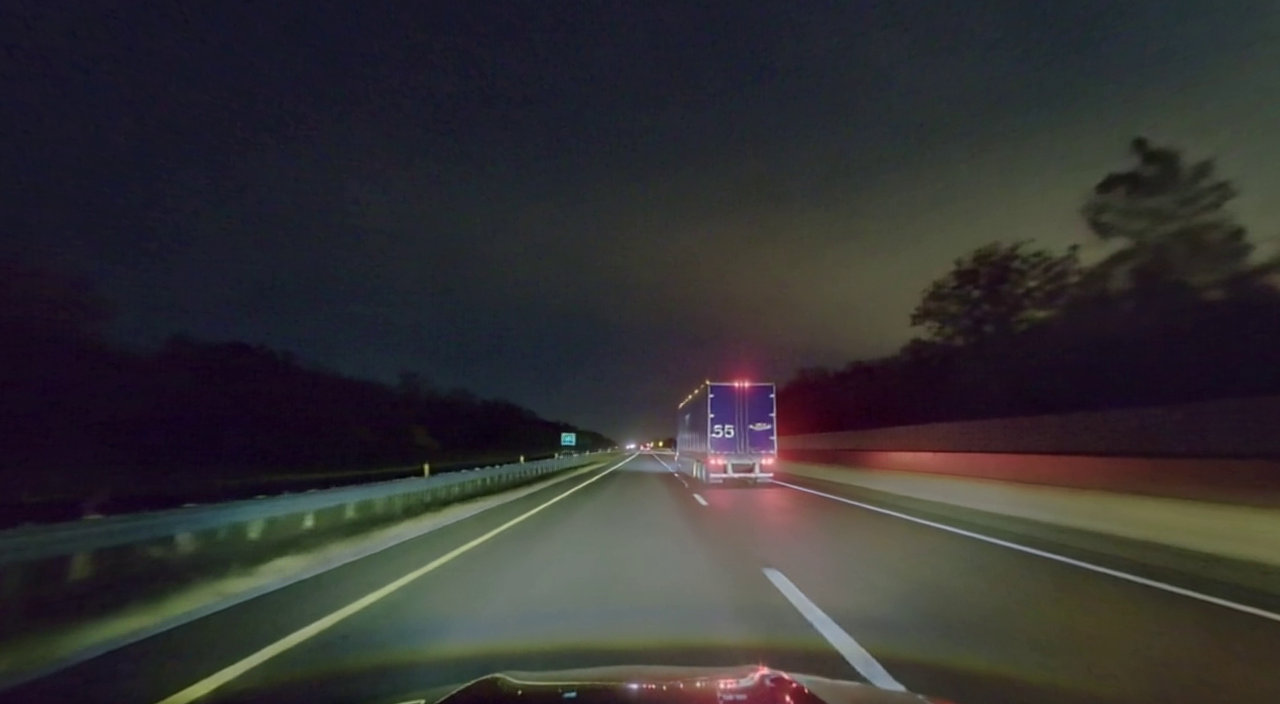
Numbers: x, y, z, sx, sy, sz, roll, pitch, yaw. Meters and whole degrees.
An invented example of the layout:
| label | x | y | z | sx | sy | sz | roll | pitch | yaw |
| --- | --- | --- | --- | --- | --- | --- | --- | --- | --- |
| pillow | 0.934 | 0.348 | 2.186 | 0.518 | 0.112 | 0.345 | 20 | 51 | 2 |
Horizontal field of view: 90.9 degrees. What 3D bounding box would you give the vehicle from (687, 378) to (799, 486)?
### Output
| label | x | y | z | sx | sy | sz | roll | pitch | yaw |
| --- | --- | --- | --- | --- | --- | --- | --- | --- | --- |
| vehicle | 3.939 | 3.535 | 26.995 | 3.107 | 3.718 | 10.231 | 0 | -9 | 0 |
